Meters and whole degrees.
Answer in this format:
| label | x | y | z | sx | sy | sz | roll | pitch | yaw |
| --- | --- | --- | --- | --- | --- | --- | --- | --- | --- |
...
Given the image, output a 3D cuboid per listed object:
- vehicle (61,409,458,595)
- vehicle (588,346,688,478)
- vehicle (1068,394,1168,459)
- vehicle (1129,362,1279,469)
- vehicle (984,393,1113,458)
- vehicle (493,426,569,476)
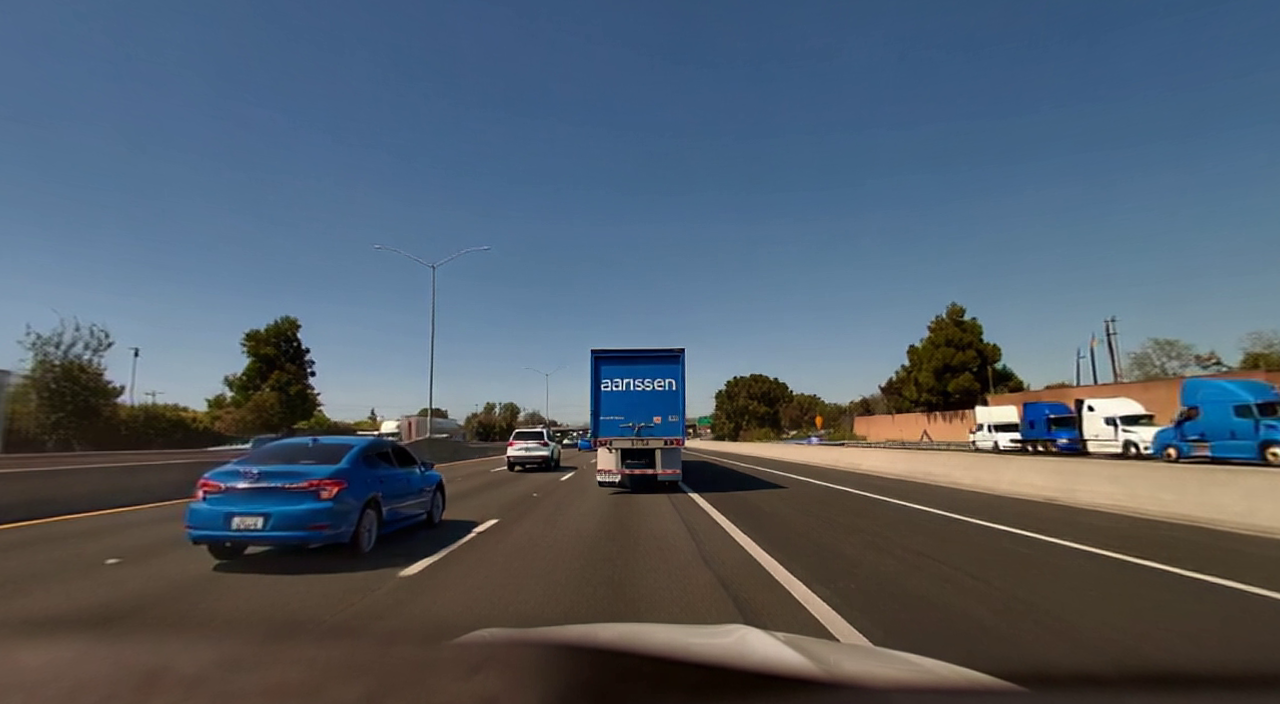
| label | x | y | z | sx | sy | sz | roll | pitch | yaw |
| --- | --- | --- | --- | --- | --- | --- | --- | --- | --- |
| vehicle | -3.771 | 1.527 | 7.405 | 1.964 | 1.507 | 4.361 | 0 | -8 | 0 |
| vehicle | -0.115 | 2.616 | 25.609 | 3.171 | 4.204 | 11.036 | 0 | -8 | -1 |
| vehicle | 19.584 | 3.081 | 25.909 | 1.658 | 2.523 | 2.851 | 0 | -8 | -1 |
| vehicle | 19.389 | 2.141 | 20.276 | 2.443 | 3.006 | 5.844 | 0 | -8 | 0 |
| vehicle | 18.950 | 3.484 | 29.613 | 2.432 | 2.753 | 5.388 | 0 | -8 | 1 |
| vehicle | -3.710 | 3.440 | 22.127 | 1.946 | 1.599 | 4.073 | 0 | -8 | 0 |
